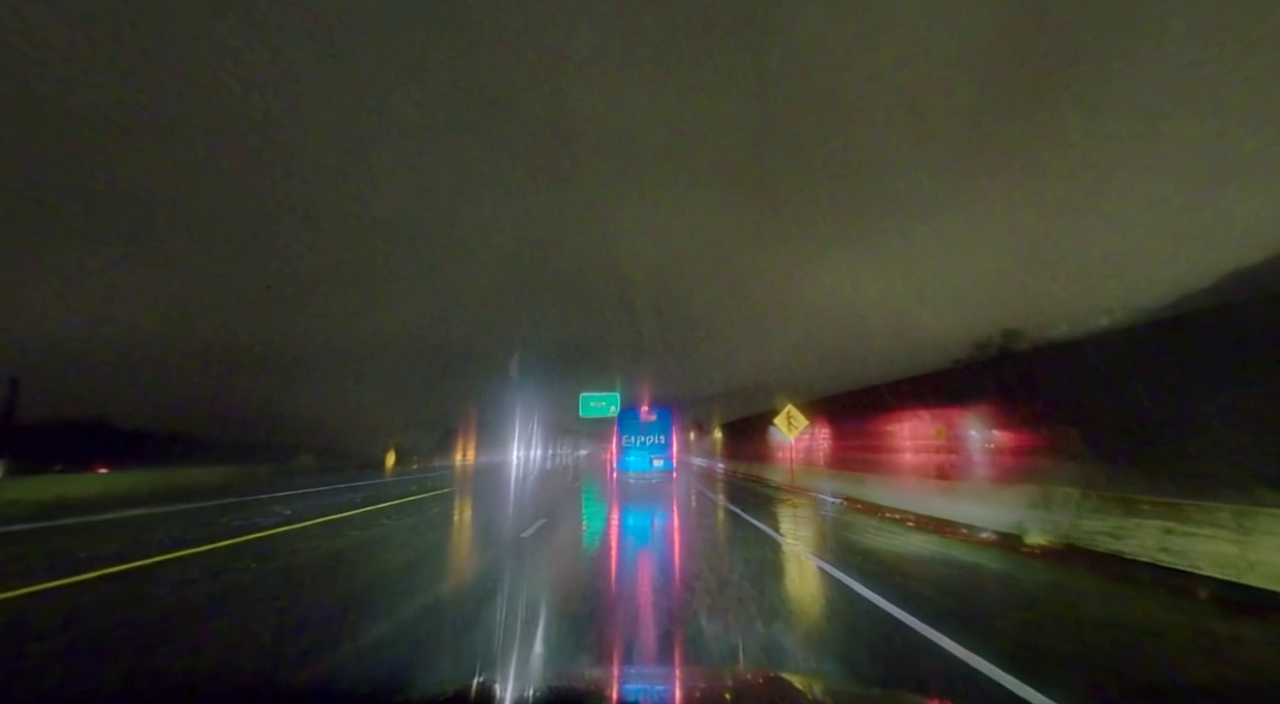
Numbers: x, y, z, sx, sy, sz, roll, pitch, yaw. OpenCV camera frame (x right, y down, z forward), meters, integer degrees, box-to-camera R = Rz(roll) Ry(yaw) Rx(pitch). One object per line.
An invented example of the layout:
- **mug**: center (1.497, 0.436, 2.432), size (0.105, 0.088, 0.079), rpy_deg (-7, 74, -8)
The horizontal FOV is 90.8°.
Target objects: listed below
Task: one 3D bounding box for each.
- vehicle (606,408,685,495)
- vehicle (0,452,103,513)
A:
- **vehicle**: center (0.073, 3.368, 21.498), size (2.332, 2.558, 5.314), rpy_deg (0, -9, -2)
- **vehicle**: center (-15.759, 3.198, 15.640), size (1.685, 1.402, 3.585), rpy_deg (0, -9, 0)
